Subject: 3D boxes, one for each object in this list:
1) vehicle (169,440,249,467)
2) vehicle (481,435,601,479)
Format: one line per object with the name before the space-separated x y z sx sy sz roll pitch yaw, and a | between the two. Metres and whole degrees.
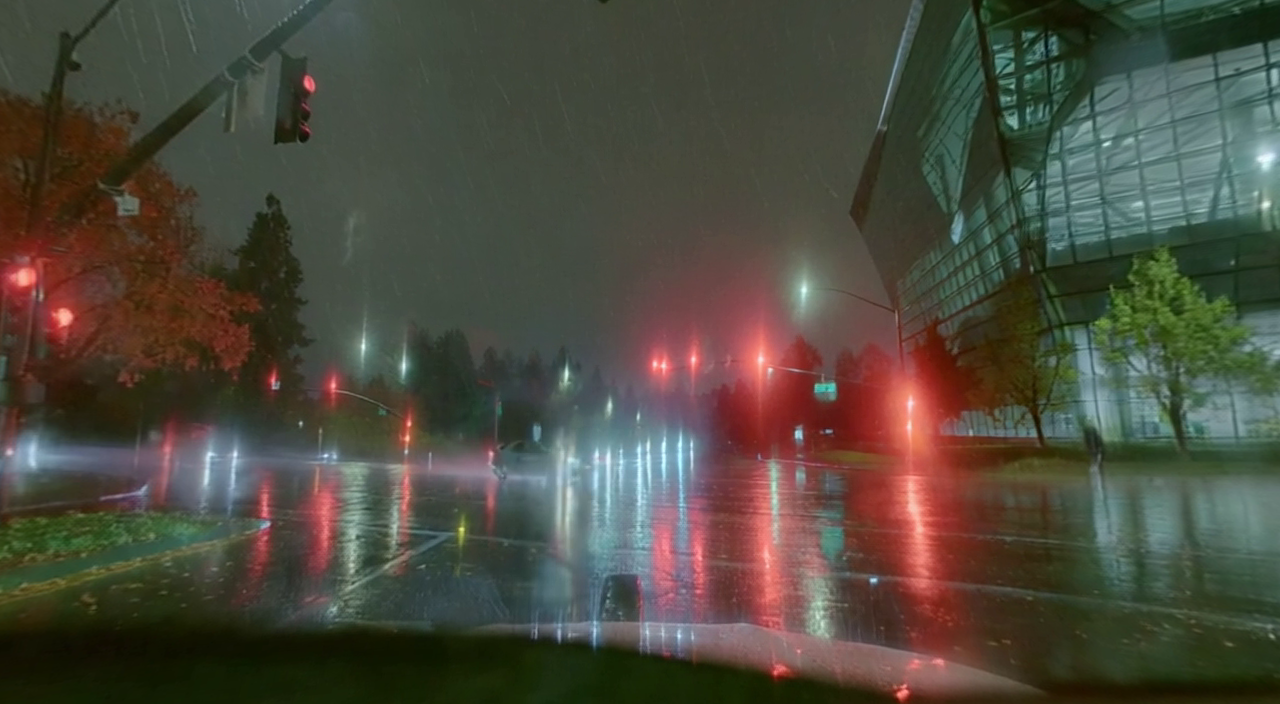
vehicle | -24.868 5.849 36.392 4.798 1.461 1.939 -6 -10 32
vehicle | -4.035 4.200 25.417 4.698 1.609 1.975 -6 -10 35
